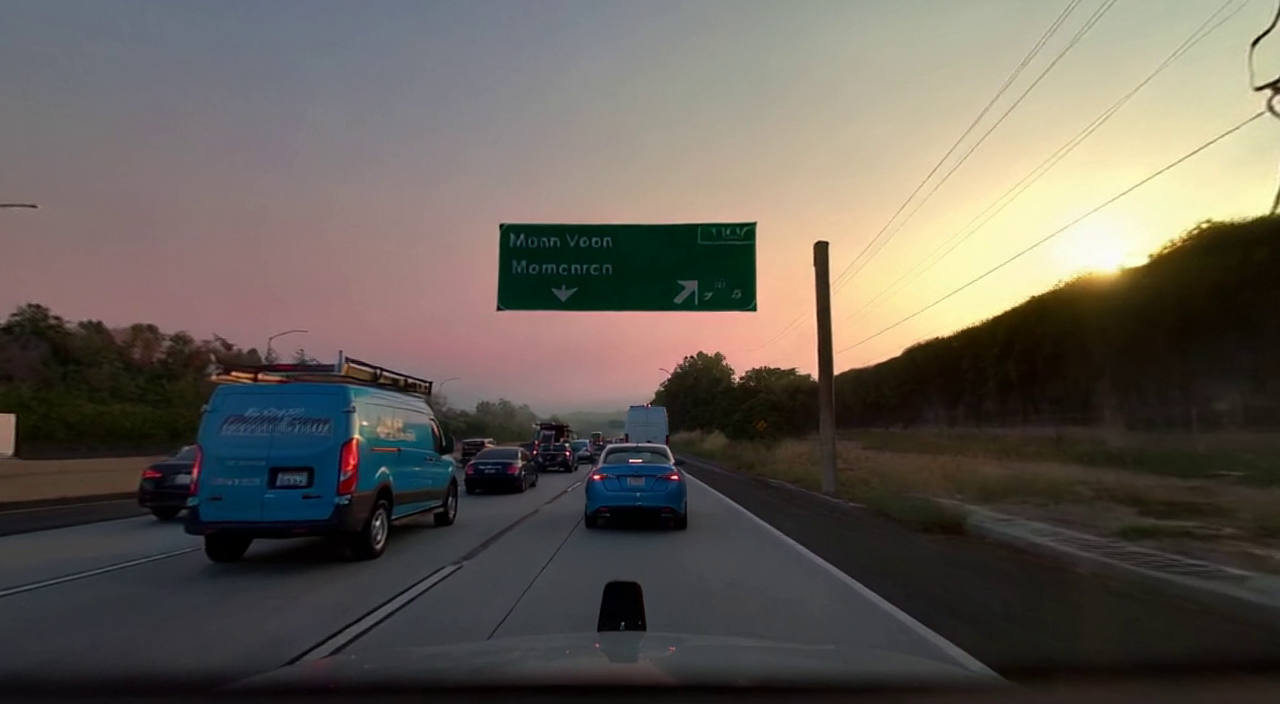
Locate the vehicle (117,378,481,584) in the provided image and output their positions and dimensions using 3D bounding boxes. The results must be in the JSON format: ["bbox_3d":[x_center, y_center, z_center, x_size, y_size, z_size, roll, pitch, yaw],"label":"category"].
[{"bbox_3d":[-3.833,1.556,8.318,2.142,1.952,4.556,0,-8,1],"label":"vehicle"}]

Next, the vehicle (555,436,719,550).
[{"bbox_3d":[-0.065,2.082,10.006,2.054,1.421,4.090,0,-8,-1],"label":"vehicle"}]

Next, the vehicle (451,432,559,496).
[{"bbox_3d":[-3.831,3.268,18.755,2.114,1.657,4.432,0,-8,2],"label":"vehicle"}]
